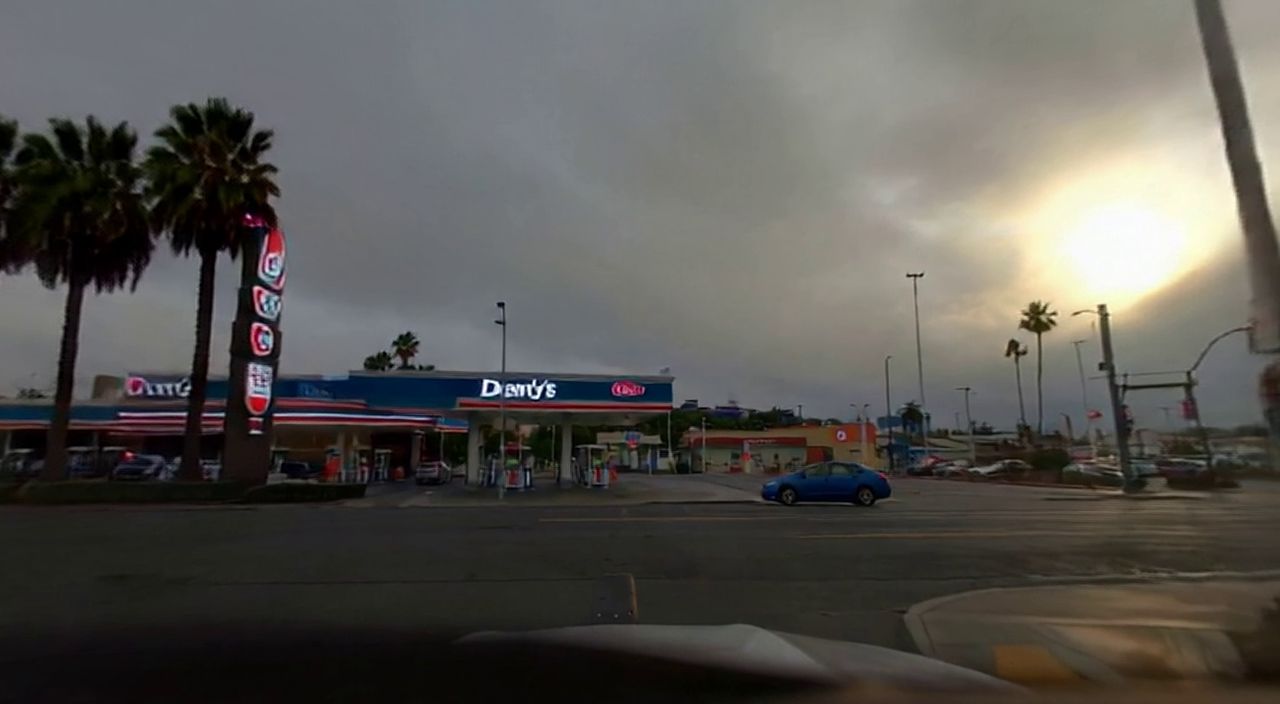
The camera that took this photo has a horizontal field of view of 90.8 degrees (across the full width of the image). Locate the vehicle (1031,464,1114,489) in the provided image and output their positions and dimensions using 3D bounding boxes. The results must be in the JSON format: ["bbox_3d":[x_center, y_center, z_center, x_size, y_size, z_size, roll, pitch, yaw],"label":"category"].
[{"bbox_3d":[29.196,8.424,42.838,2.074,1.480,4.369,1,-9,-10],"label":"vehicle"}]

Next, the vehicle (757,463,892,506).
[{"bbox_3d":[7.083,5.092,24.507,4.570,1.480,1.873,1,-9,-7],"label":"vehicle"}]

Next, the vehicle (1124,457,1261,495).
[{"bbox_3d":[32.853,7.352,37.930,2.490,1.958,5.823,1,-9,-8],"label":"vehicle"}]

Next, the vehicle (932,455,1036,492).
[{"bbox_3d":[20.041,7.066,36.910,4.880,1.754,2.202,0,-5,-9],"label":"vehicle"}]
